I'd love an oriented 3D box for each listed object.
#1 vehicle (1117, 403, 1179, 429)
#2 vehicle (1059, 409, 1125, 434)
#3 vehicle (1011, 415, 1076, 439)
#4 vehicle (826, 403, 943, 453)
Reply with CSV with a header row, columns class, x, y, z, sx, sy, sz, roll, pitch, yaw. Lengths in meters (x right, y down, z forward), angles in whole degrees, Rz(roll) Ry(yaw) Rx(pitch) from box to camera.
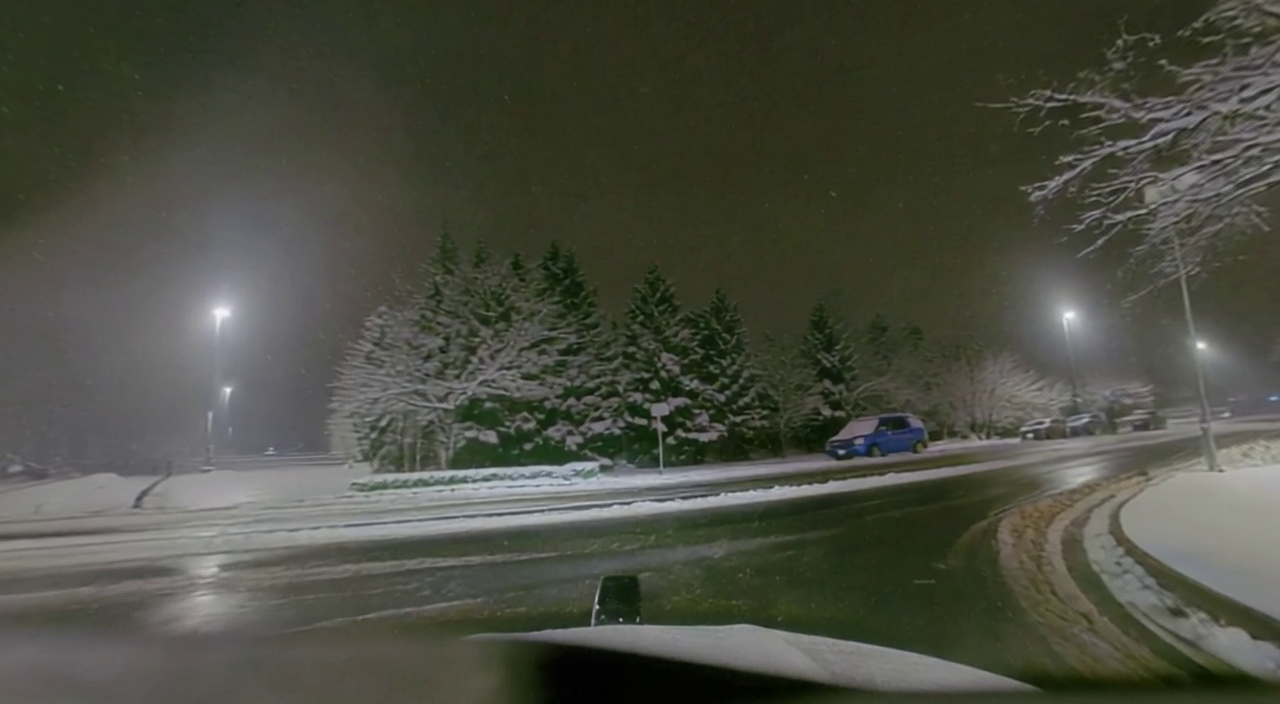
class,x,y,z,sx,sy,sz,roll,pitch,yaw
vehicle,39.087,4.923,48.595,4.912,1.741,2.360,7,-8,-35
vehicle,30.526,4.736,42.640,4.383,1.525,2.038,5,-9,-33
vehicle,25.187,4.655,39.407,3.630,1.191,1.938,4,-15,-34
vehicle,11.739,3.687,30.207,5.547,2.193,2.433,6,-10,-34
